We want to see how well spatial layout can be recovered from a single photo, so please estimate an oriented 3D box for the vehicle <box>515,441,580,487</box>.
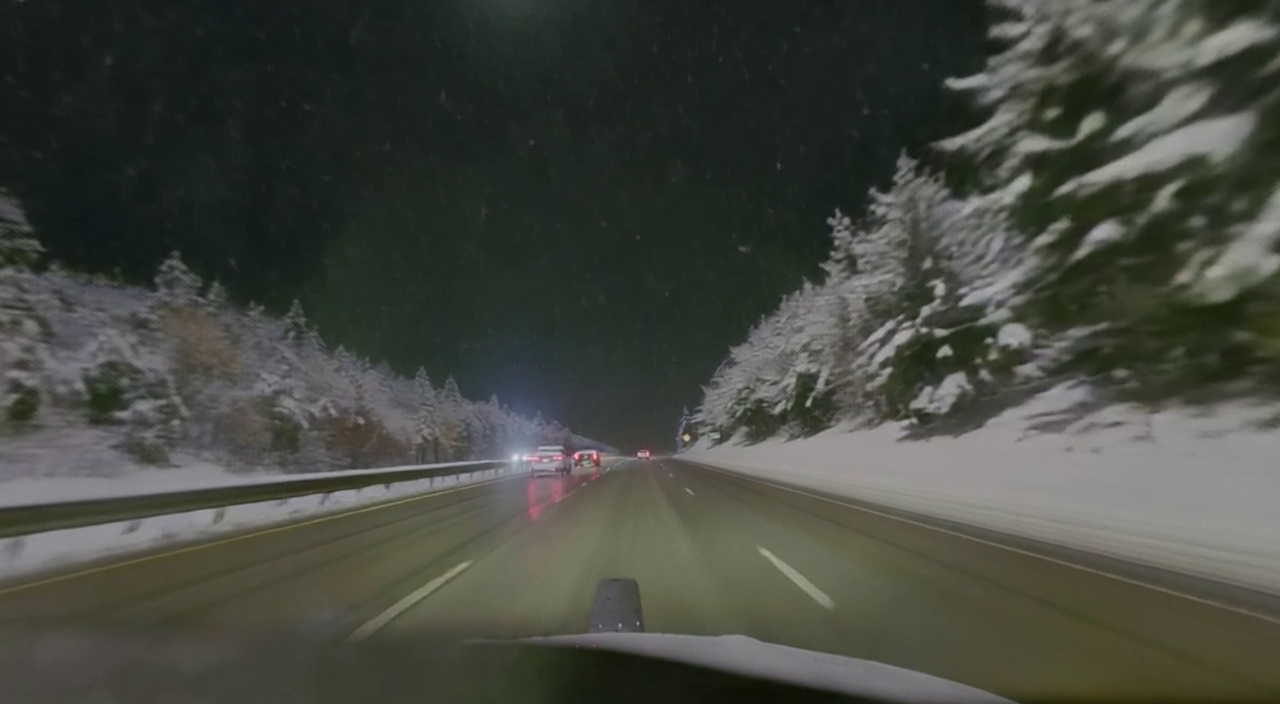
[{"bbox_3d":[-3.450,4.294,24.367,1.846,1.600,4.108,0,-9,1],"label":"vehicle"}]
